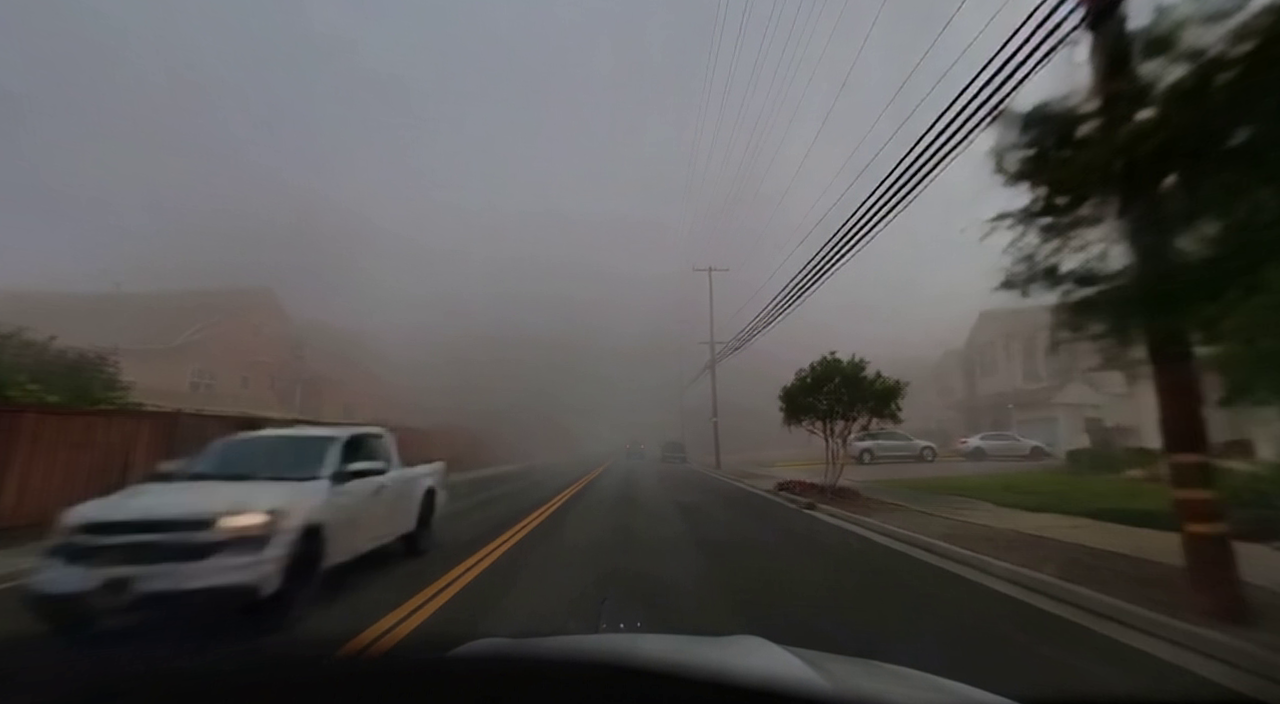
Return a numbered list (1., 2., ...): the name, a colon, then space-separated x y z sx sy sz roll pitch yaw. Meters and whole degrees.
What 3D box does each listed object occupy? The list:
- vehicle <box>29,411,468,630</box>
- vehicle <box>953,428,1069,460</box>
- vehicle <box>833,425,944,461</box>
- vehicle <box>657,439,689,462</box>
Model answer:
1. vehicle: -3.613 1.615 7.104 2.146 1.657 4.351 0 -8 0
2. vehicle: 18.783 4.672 32.164 4.558 1.554 1.990 0 -9 4
3. vehicle: 12.545 4.626 32.155 4.701 1.745 2.083 -1 -8 2
4. vehicle: 2.502 7.558 48.678 2.108 1.710 4.499 0 -8 -2
